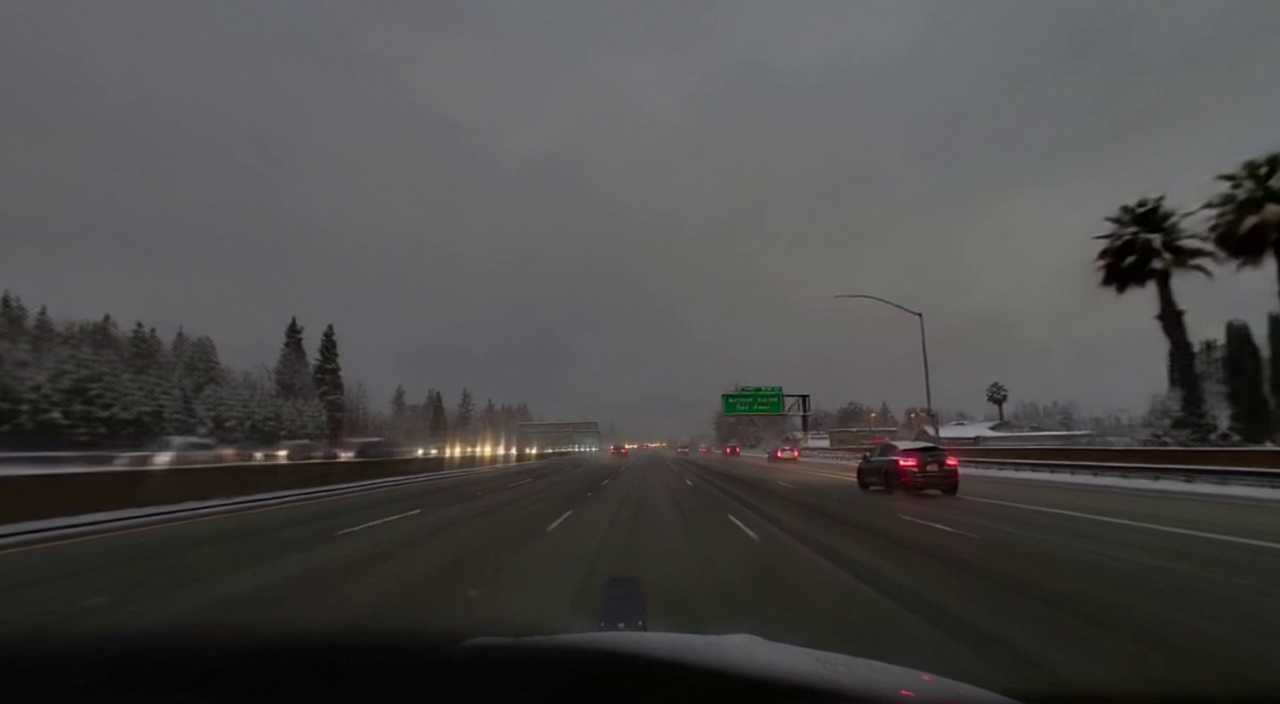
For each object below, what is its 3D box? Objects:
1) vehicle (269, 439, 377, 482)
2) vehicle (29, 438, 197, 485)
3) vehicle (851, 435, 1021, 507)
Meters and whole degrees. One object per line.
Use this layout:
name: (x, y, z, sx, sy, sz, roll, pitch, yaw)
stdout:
vehicle: (-11.915, 4.086, 24.051, 1.827, 1.457, 4.173, 0, -8, 1)
vehicle: (-18.771, 3.908, 22.844, 1.872, 1.484, 4.776, 0, -8, 1)
vehicle: (7.264, 2.954, 16.145, 2.071, 1.543, 4.702, 0, -8, 0)
